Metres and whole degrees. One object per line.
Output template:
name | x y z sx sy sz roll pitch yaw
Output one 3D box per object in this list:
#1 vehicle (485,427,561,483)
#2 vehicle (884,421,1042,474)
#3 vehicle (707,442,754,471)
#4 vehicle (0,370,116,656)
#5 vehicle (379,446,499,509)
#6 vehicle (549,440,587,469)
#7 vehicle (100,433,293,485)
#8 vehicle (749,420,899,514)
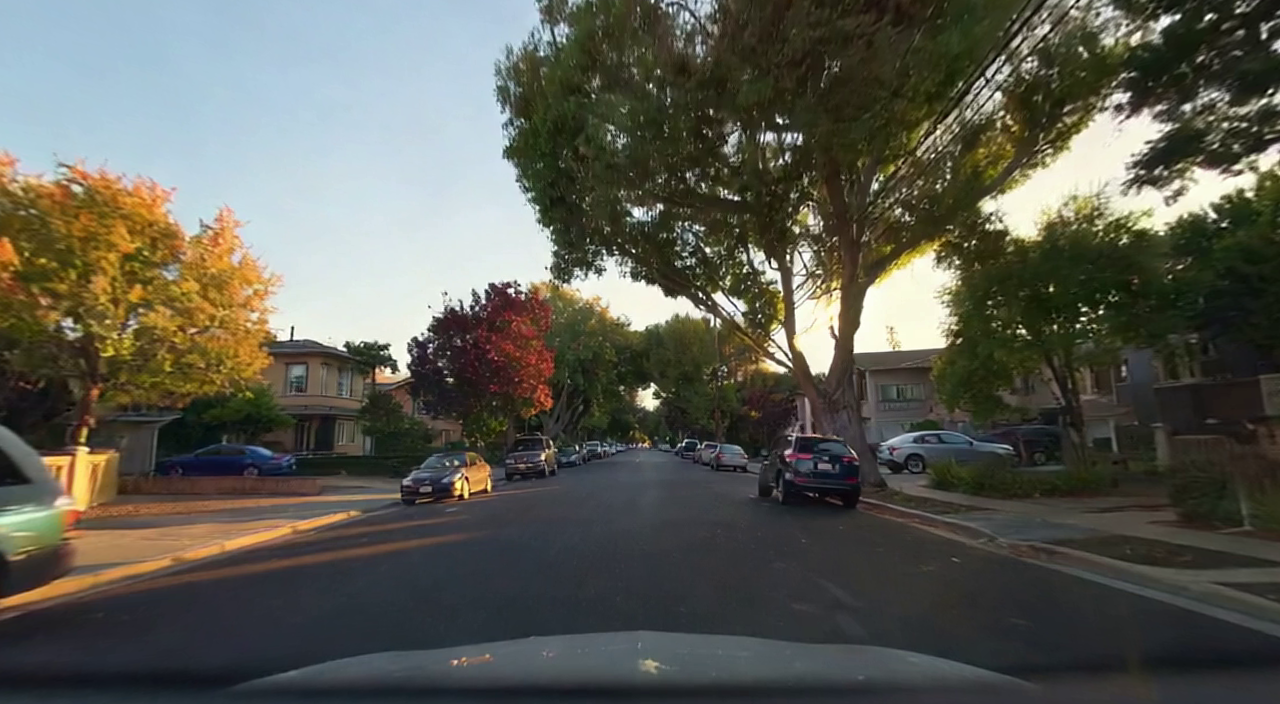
vehicle | -5.073 4.551 28.245 2.242 2.135 5.566 -2 -8 1
vehicle | 11.763 3.507 23.280 4.659 1.819 2.001 0 -8 0
vehicle | 4.694 5.486 33.400 1.893 1.437 4.369 0 -8 0
vehicle | -5.486 0.909 2.794 2.211 1.914 4.728 -2 -8 1
vehicle | -5.330 3.348 17.402 1.824 1.417 4.395 -2 -8 1
vehicle | -4.797 6.888 42.616 1.873 1.709 4.206 -4 -8 1
vehicle | -16.316 3.944 23.390 5.908 1.762 2.107 -2 -9 8
vehicle | 3.872 2.507 14.198 2.049 1.776 4.285 0 -9 0
